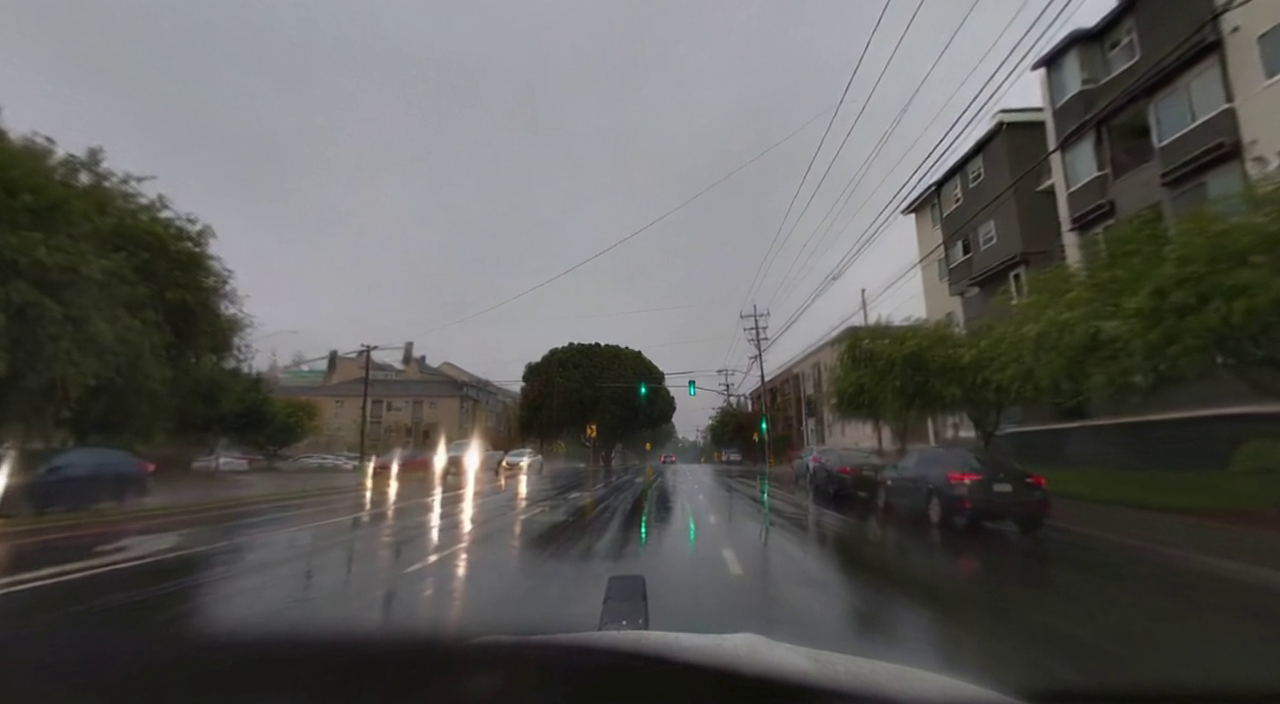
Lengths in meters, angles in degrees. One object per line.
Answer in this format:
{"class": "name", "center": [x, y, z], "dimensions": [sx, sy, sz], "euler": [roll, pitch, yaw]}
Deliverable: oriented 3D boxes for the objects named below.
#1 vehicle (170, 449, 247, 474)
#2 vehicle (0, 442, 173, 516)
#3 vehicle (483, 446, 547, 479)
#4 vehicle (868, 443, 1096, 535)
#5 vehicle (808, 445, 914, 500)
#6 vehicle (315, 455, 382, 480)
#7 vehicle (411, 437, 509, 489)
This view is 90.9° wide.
{"class": "vehicle", "center": [-30.439, 7.748, 44.538], "dimensions": [4.296, 1.502, 1.823], "euler": [-5, -11, 9]}
{"class": "vehicle", "center": [-16.030, 3.379, 17.458], "dimensions": [2.284, 1.738, 4.773], "euler": [-1, -8, 4]}
{"class": "vehicle", "center": [-6.138, 5.455, 31.530], "dimensions": [1.953, 1.471, 4.744], "euler": [0, -8, 4]}
{"class": "vehicle", "center": [6.400, 2.572, 12.598], "dimensions": [2.121, 1.459, 4.591], "euler": [0, -8, 2]}
{"class": "vehicle", "center": [6.624, 3.617, 19.482], "dimensions": [1.839, 1.461, 4.645], "euler": [0, -8, 3]}
{"class": "vehicle", "center": [-18.473, 7.312, 40.193], "dimensions": [1.895, 1.452, 4.483], "euler": [-1, -8, 4]}
{"class": "vehicle", "center": [-6.812, 4.264, 24.586], "dimensions": [2.074, 1.794, 4.832], "euler": [-1, -8, 4]}
